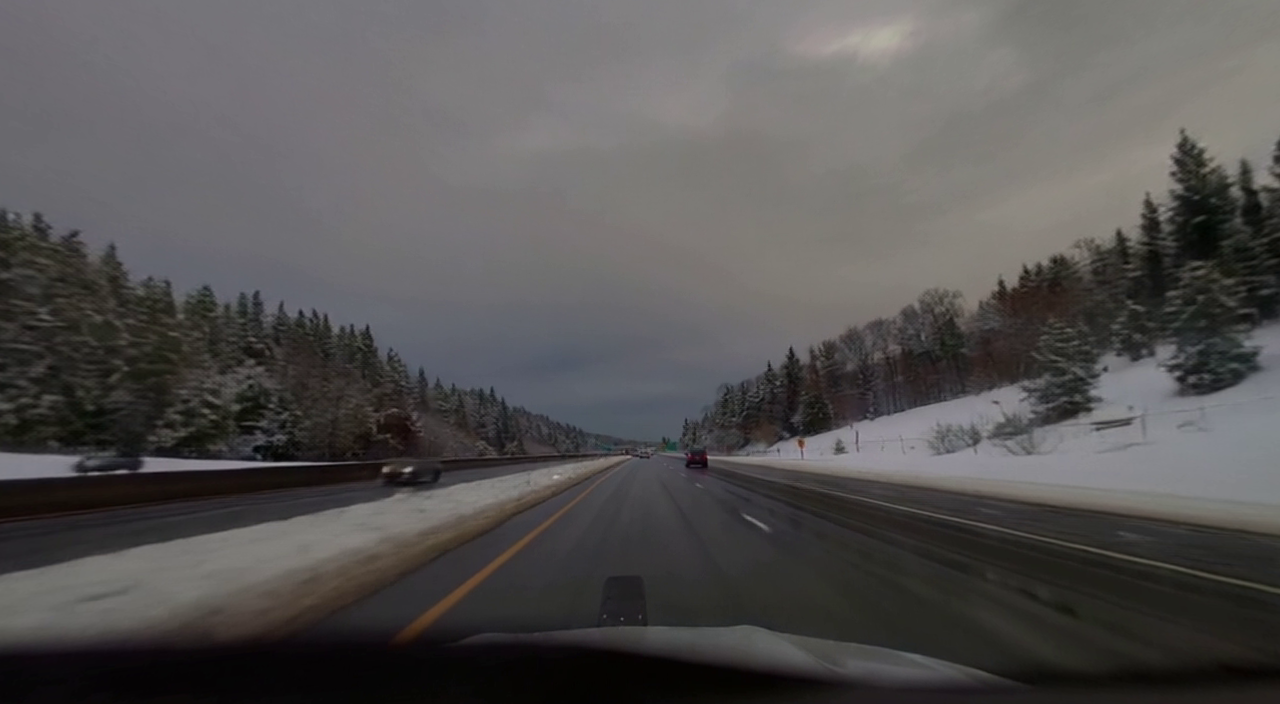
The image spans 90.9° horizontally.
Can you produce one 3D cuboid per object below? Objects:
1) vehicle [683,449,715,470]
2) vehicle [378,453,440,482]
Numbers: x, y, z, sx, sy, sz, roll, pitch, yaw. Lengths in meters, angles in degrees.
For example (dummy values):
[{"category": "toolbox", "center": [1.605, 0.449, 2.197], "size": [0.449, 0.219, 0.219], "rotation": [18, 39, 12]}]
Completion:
[{"category": "vehicle", "center": [4.371, 8.031, 47.138], "size": [1.984, 1.481, 4.376], "rotation": [0, -9, 0]}, {"category": "vehicle", "center": [-12.949, 6.488, 35.590], "size": [1.873, 1.510, 4.063], "rotation": [0, -9, 1]}]
